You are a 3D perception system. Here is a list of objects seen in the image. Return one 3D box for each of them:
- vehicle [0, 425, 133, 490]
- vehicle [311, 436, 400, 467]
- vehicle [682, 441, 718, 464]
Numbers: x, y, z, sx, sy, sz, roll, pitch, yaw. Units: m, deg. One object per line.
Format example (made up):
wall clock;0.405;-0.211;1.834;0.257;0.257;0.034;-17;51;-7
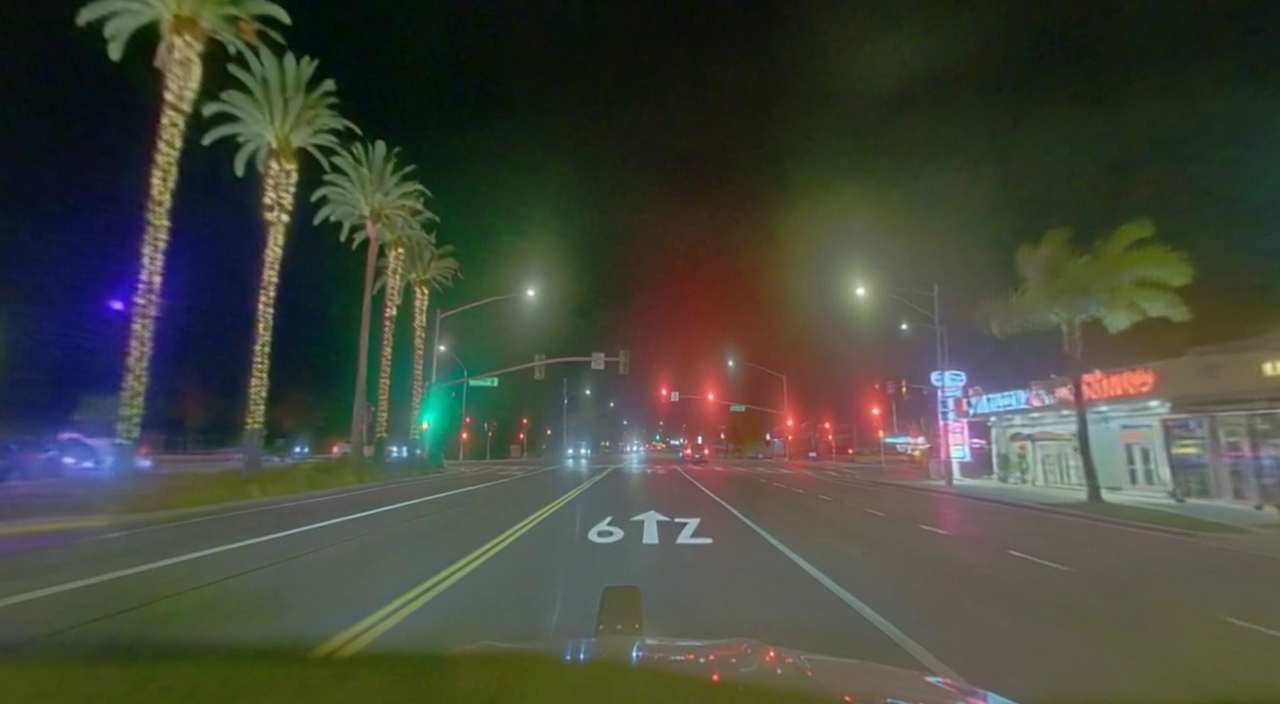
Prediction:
vehicle;-19.526;3.285;19.741;5.049;1.874;2.462;0;-9;0
vehicle;-19.447;6.814;43.194;4.901;2.064;2.296;0;-8;1
vehicle;4.066;6.926;43.372;2.065;1.507;4.225;0;-9;-1
